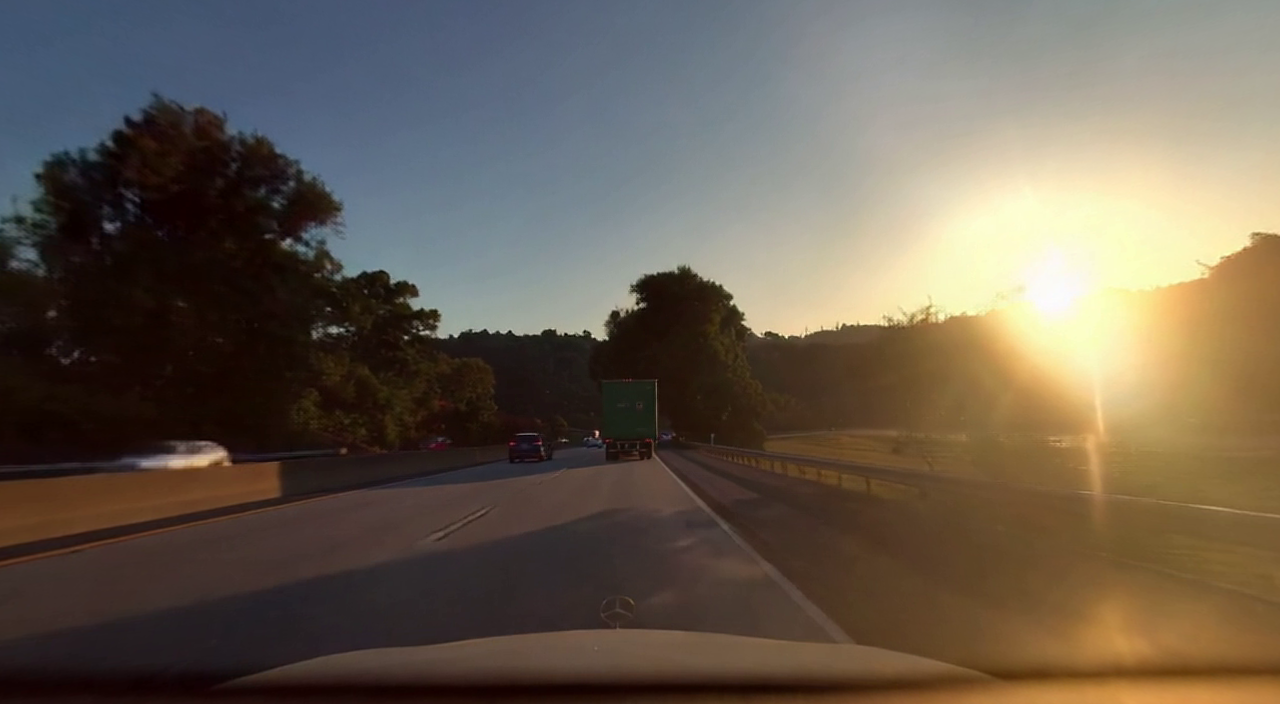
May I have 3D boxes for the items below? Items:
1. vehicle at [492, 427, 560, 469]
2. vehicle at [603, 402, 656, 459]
[{"bbox_3d":[-4.936,4.232,27.922,2.138,1.697,4.587,0,-8,0],"label":"vehicle"},{"bbox_3d":[-0.486,3.486,28.049,2.319,2.461,1.270,0,-8,-2],"label":"vehicle"}]
